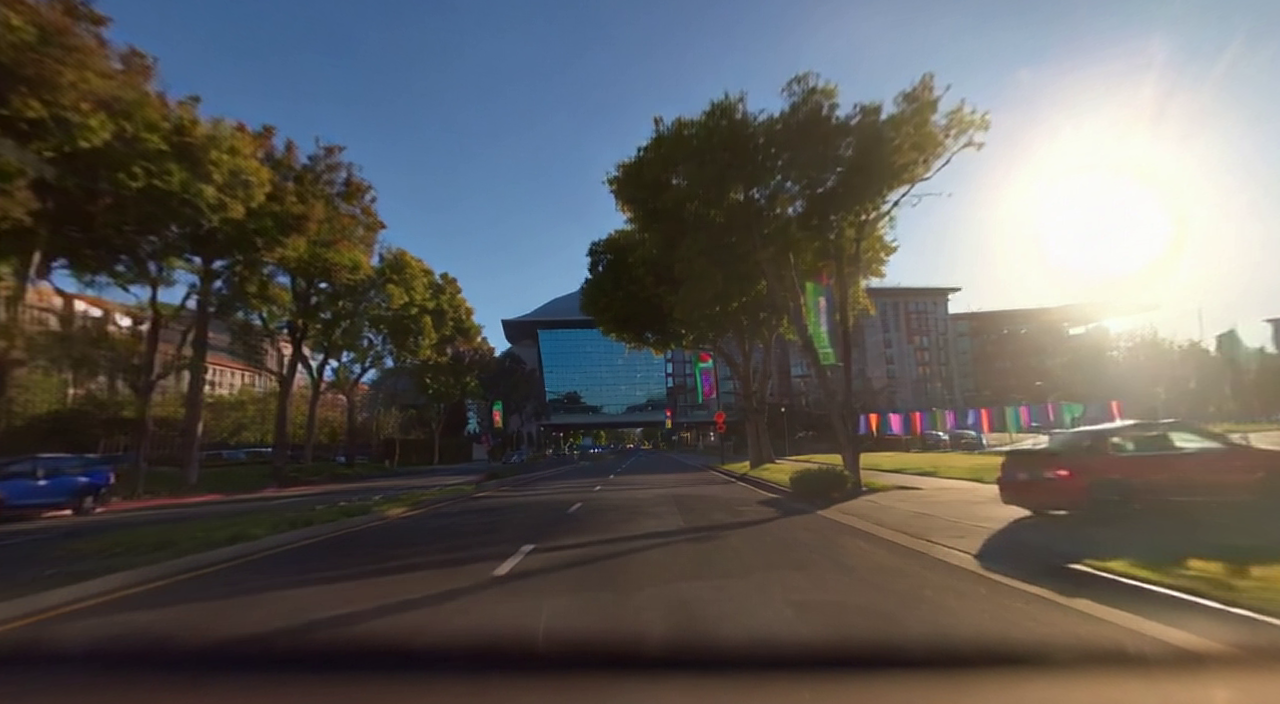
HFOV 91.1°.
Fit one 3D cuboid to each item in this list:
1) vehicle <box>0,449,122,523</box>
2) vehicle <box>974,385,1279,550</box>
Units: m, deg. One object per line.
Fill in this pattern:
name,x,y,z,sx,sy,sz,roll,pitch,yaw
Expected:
vehicle,-17.293,3.672,17.117,2.301,1.821,4.731,-4,-8,1
vehicle,8.500,1.732,10.109,4.716,1.672,2.330,-10,-8,-2
